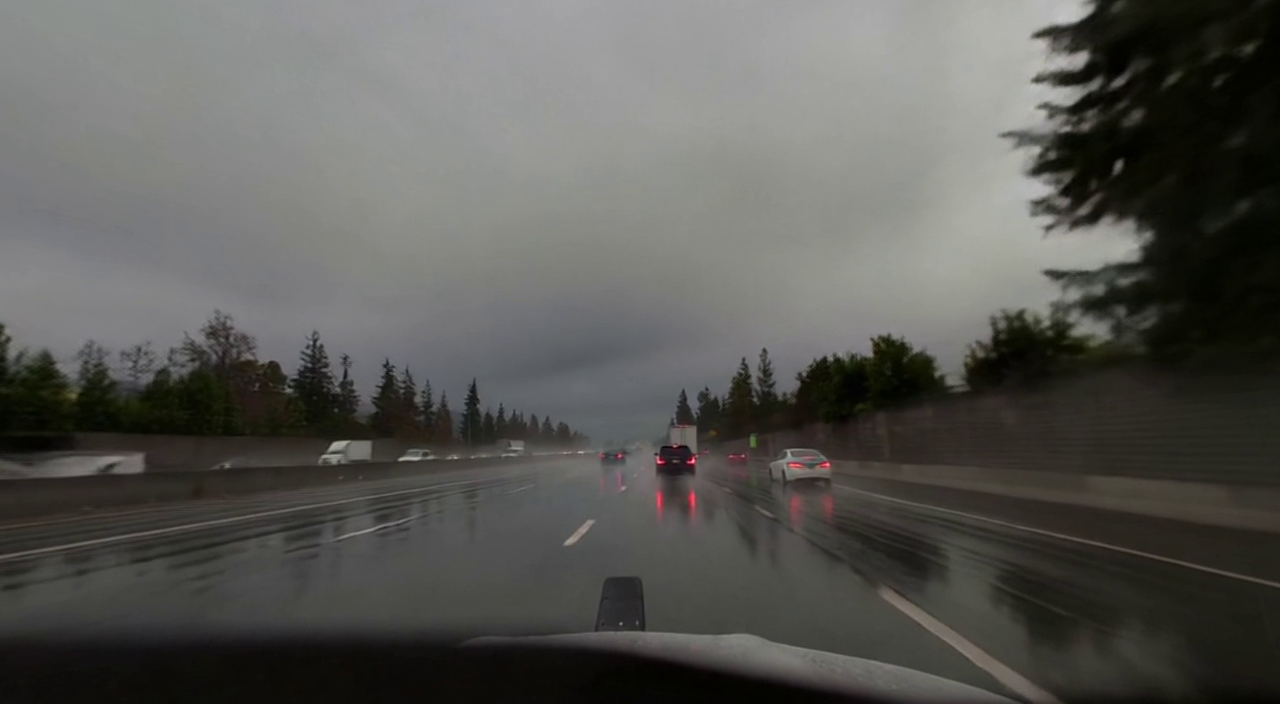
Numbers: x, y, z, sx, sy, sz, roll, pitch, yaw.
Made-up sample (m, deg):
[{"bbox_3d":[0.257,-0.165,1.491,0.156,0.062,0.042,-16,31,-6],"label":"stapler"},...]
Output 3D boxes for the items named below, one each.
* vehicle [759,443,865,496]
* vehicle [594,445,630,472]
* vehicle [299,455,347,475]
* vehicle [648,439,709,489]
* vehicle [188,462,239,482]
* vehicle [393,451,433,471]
[{"bbox_3d":[5.248,3.646,20.039,2.146,1.482,4.665,0,-9,1],"label":"vehicle"},{"bbox_3d":[-1.826,7.216,42.935,1.988,1.696,4.754,-1,-9,3],"label":"vehicle"},{"bbox_3d":[-23.393,8.348,46.706,1.637,1.402,3.406,-1,-9,3],"label":"vehicle"},{"bbox_3d":[1.391,4.238,24.192,2.103,1.717,4.399,0,-9,2],"label":"vehicle"},{"bbox_3d":[-31.978,8.985,47.405,1.427,1.302,3.196,-1,-9,4],"label":"vehicle"},{"bbox_3d":[-16.129,7.725,45.015,1.503,1.364,3.224,-1,-9,4],"label":"vehicle"}]
